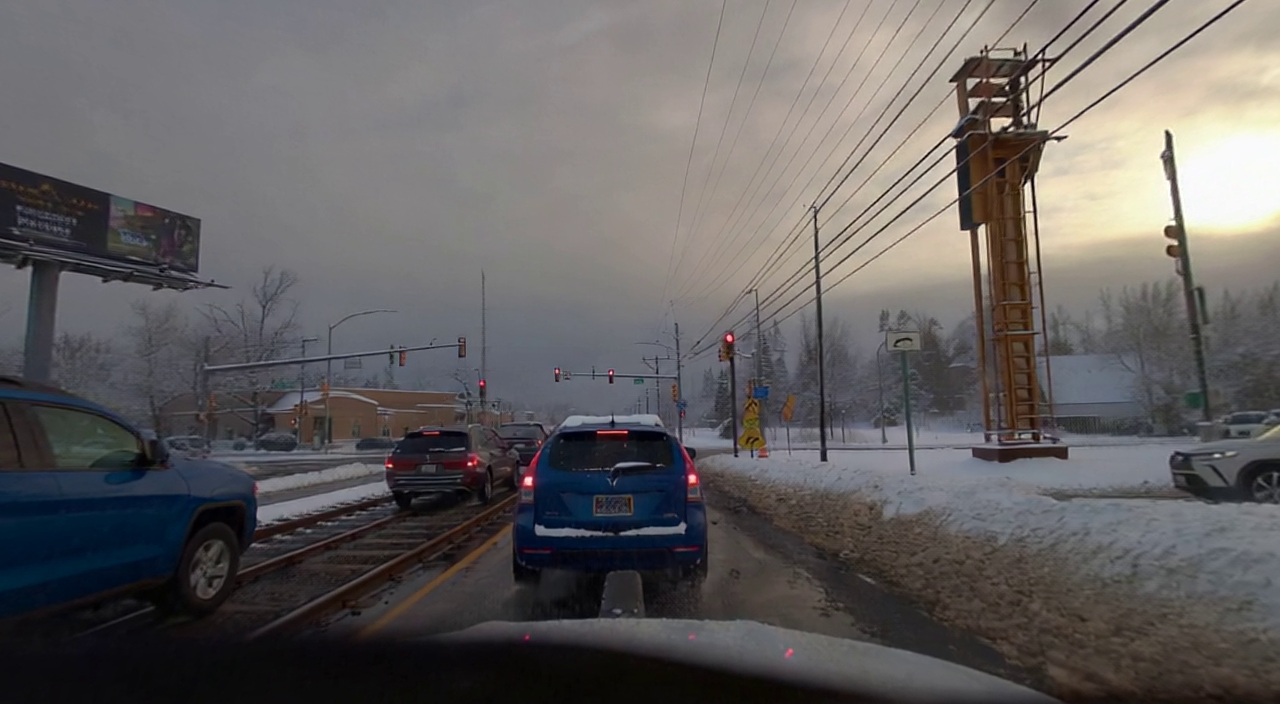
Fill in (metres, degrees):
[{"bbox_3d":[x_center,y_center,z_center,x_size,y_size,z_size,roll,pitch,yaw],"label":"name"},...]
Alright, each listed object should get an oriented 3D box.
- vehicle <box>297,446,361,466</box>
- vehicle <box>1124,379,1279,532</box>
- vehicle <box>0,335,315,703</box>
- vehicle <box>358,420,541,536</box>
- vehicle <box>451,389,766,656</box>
[{"bbox_3d":[-24.201,8.063,49.092,4.357,1.444,1.842,-3,-9,19],"label":"vehicle"},{"bbox_3d":[9.604,1.320,8.188,5.060,1.702,2.033,1,-9,-4],"label":"vehicle"},{"bbox_3d":[-3.923,0.863,2.992,2.052,1.814,5.184,0,-9,-1],"label":"vehicle"},{"bbox_3d":[-3.146,2.182,11.503,1.988,1.678,4.317,0,-9,0],"label":"vehicle"},{"bbox_3d":[-0.208,1.379,5.997,2.025,1.723,3.644,0,-9,0],"label":"vehicle"}]
